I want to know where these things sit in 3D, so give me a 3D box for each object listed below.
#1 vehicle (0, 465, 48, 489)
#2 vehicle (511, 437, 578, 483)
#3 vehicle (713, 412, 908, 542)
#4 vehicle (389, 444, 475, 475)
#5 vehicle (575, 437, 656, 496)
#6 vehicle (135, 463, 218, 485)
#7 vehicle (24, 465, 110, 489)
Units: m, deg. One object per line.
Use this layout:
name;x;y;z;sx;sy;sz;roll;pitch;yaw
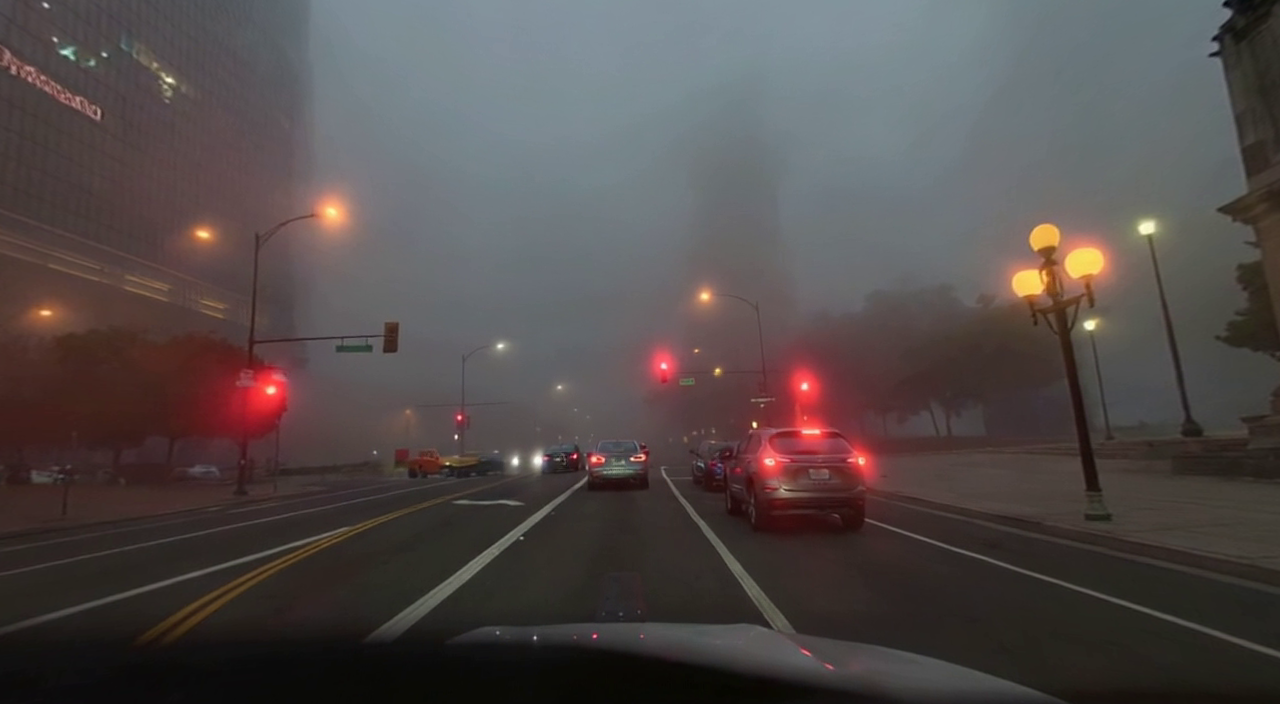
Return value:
vehicle;-44.786;8.876;44.884;3.671;1.498;1.670;1;-9;2
vehicle;-3.617;4.194;24.841;2.045;1.633;4.864;0;-9;-2
vehicle;2.618;2.063;11.016;2.096;1.775;4.440;0;-9;-1
vehicle;-12.703;6.603;38.995;4.855;1.769;2.071;2;-9;-14
vehicle;-0.649;3.283;18.452;2.096;1.492;4.071;0;-9;0
vehicle;-32.514;8.538;44.401;4.392;1.427;1.764;0;-9;0
vehicle;-40.254;8.773;44.437;4.224;1.622;1.808;0;-9;-1
